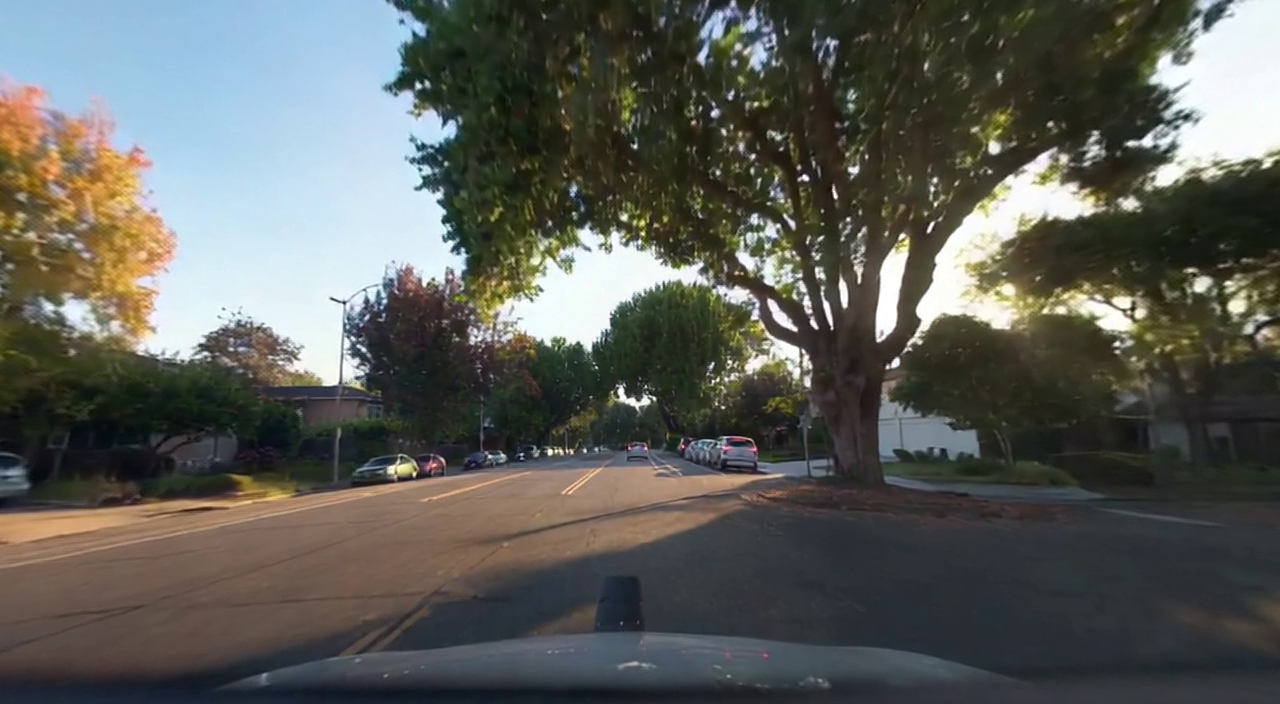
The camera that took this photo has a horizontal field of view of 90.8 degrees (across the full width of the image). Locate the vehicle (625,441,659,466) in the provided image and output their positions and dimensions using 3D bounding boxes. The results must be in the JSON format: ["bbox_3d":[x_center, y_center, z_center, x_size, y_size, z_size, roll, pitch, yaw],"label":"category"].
[{"bbox_3d":[0.073,6.267,39.280,2.022,1.471,3.973,0,-8,-1],"label":"vehicle"}]

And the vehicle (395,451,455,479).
[{"bbox_3d":[-12.847,6.785,38.085,1.880,1.523,4.833,0,-8,1],"label":"vehicle"}]

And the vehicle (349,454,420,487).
[{"bbox_3d":[-12.954,6.008,32.324,1.834,1.467,4.357,0,-8,0],"label":"vehicle"}]

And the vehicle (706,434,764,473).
[{"bbox_3d":[4.707,5.136,32.030,2.022,1.799,5.105,0,-8,-2],"label":"vehicle"}]
